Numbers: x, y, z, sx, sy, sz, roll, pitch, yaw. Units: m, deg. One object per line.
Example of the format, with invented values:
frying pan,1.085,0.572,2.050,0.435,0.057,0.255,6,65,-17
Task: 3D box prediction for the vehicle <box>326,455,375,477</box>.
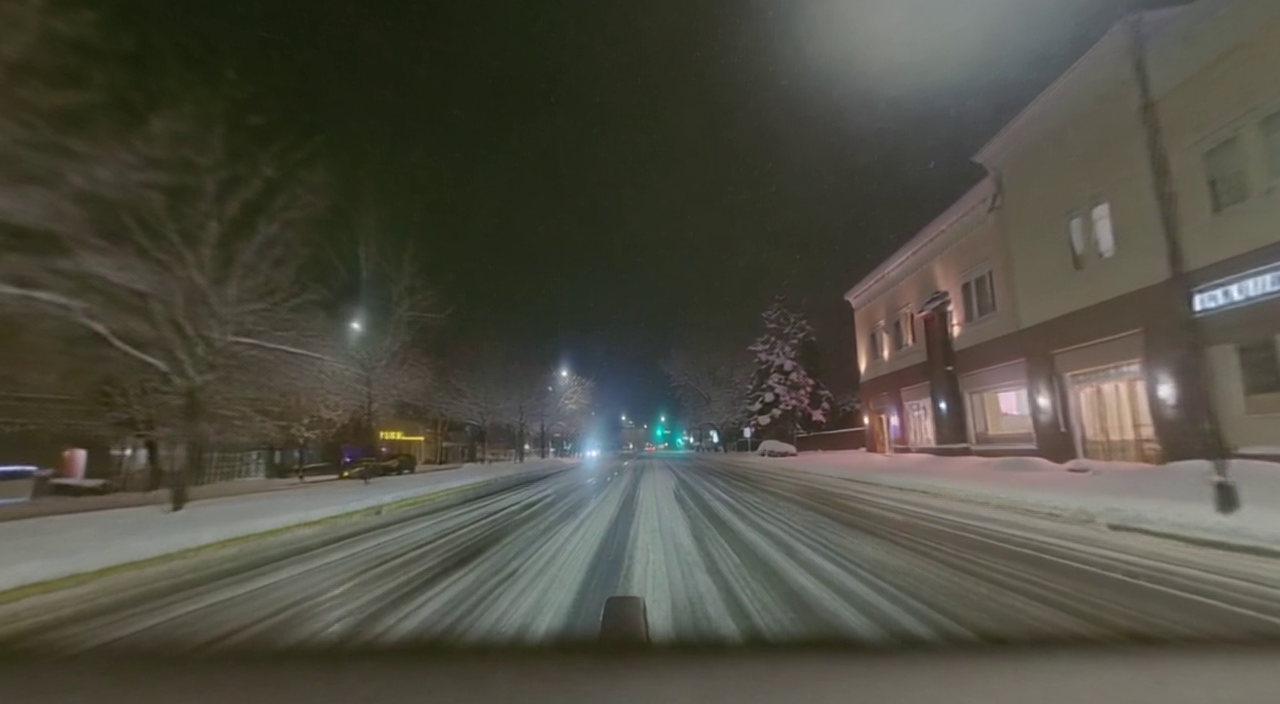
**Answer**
vehicle,-21.875,8.592,47.803,1.883,1.546,3.930,0,-8,-1
